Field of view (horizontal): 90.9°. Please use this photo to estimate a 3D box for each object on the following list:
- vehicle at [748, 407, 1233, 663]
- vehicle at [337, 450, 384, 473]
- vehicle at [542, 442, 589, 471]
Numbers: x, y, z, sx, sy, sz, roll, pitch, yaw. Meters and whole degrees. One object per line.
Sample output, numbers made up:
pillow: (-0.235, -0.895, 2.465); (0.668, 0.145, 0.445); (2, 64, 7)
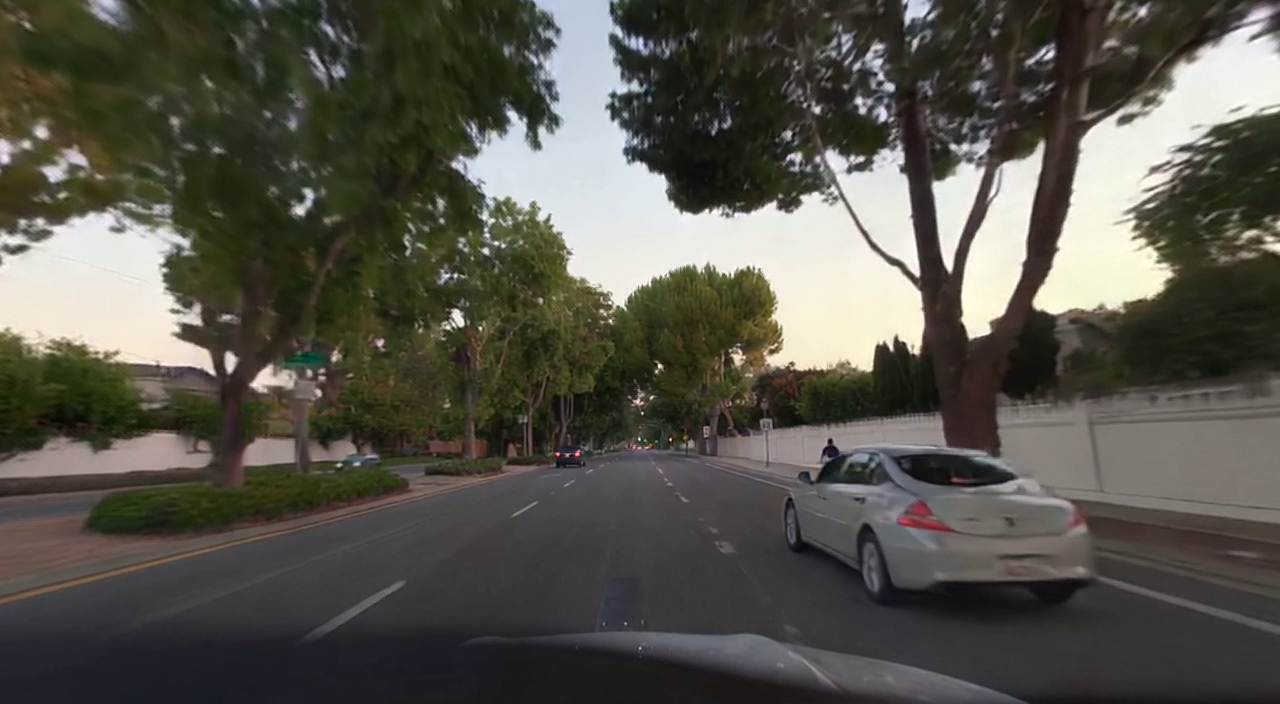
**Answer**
vehicle: (2.502, 1.432, 6.083); (1.992, 1.511, 4.464); (0, -9, -2)
vehicle: (-21.909, 8.568, 49.540); (1.816, 1.717, 4.024); (0, -9, 0)
vehicle: (-3.997, 5.684, 34.485); (2.011, 1.480, 4.517); (0, -9, 0)
